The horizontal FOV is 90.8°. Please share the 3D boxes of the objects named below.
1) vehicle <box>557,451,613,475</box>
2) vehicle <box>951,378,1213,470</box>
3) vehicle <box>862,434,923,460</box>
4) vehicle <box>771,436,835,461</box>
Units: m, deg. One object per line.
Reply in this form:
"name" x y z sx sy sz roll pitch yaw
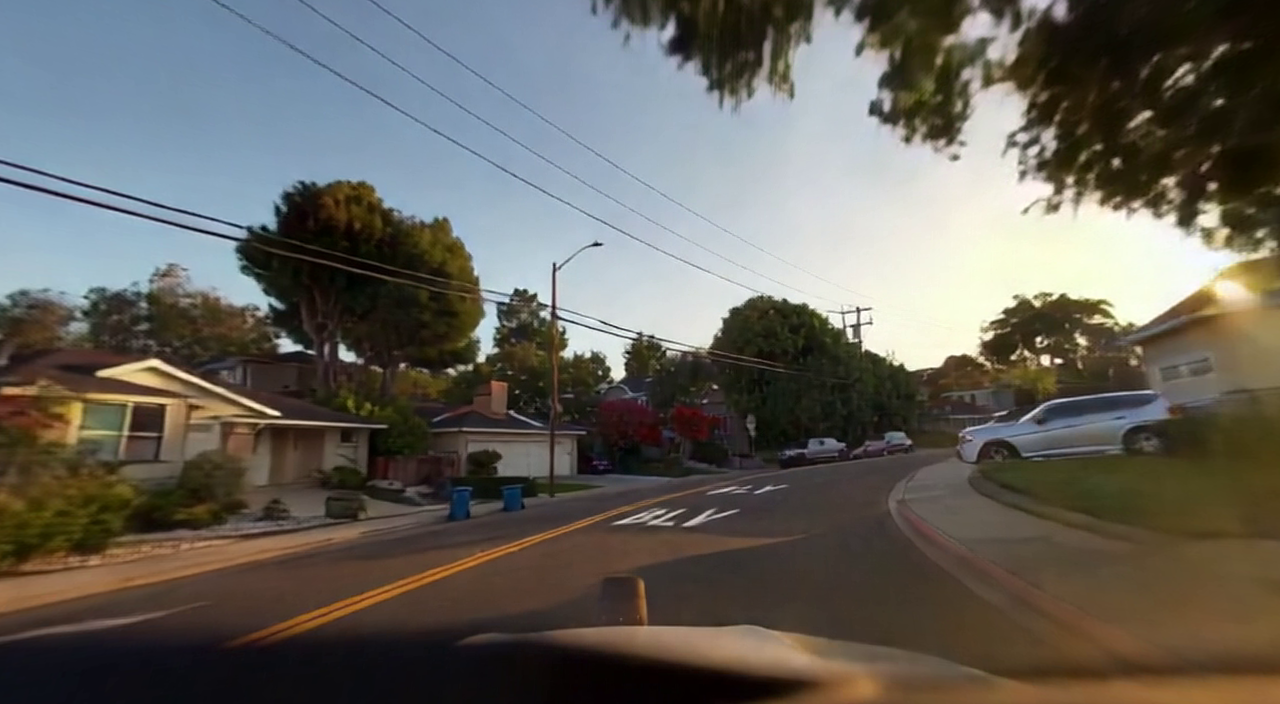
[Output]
"vehicle" -3.791 7.526 42.993 3.697 1.489 1.842 -8 -11 44
"vehicle" 10.797 1.896 15.998 5.011 2.014 2.056 -5 -10 29
"vehicle" 18.069 6.834 45.178 4.463 1.726 2.056 8 -14 -40
"vehicle" 12.349 7.339 48.196 2.155 1.802 4.758 4 -9 -25
